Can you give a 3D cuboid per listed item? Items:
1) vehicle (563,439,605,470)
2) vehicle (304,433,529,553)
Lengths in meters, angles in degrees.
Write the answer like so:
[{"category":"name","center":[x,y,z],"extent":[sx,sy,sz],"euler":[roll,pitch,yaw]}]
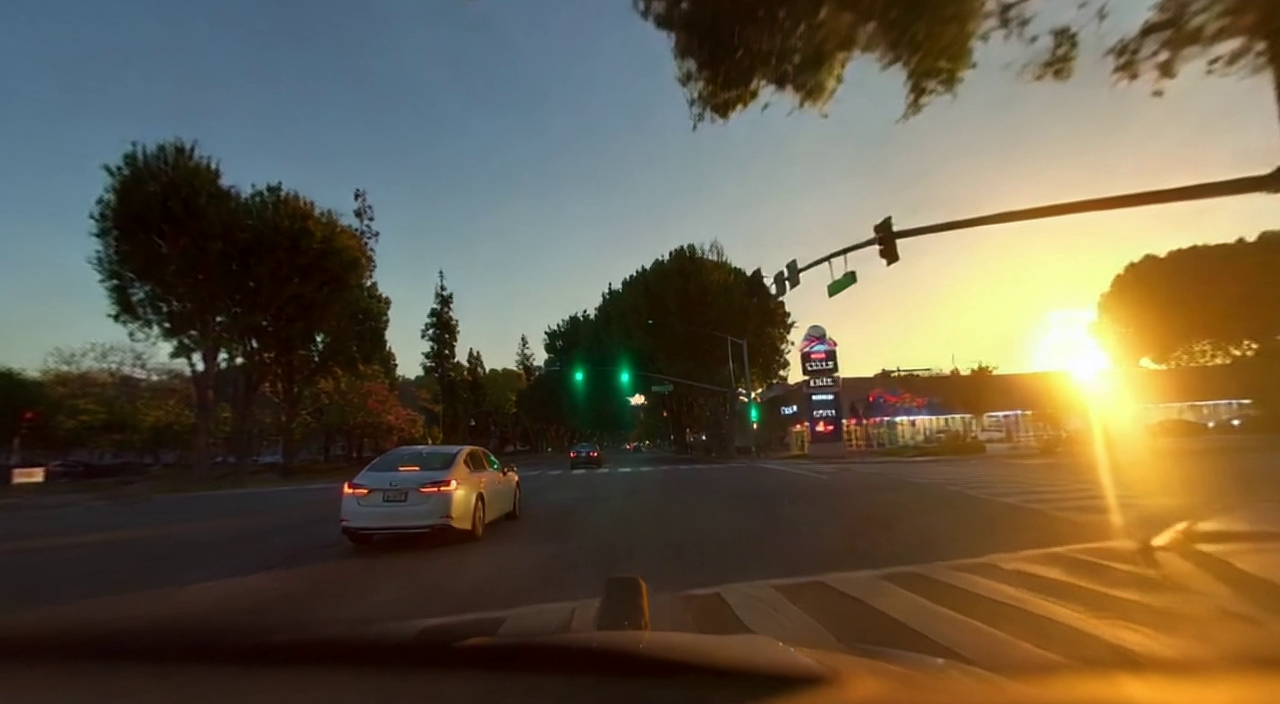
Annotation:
[{"category":"vehicle","center":[-3.243,6.075,37.398],"extent":[2.109,1.692,4.220],"euler":[-1,-8,0]},{"category":"vehicle","center":[-3.220,2.112,10.216],"extent":[2.018,1.477,4.401],"euler":[-1,-8,0]}]
